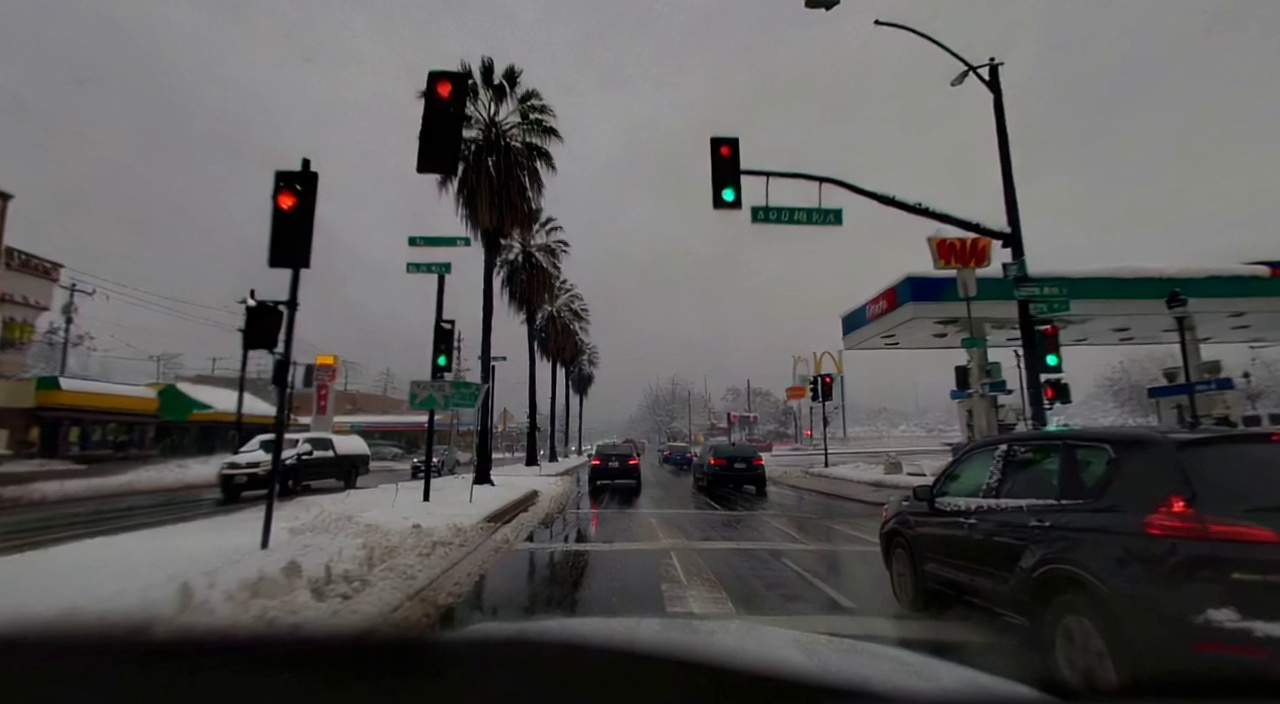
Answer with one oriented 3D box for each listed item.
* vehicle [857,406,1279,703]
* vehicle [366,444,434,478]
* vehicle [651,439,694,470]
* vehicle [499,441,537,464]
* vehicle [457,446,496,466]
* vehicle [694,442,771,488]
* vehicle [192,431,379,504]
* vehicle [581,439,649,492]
[{"bbox_3d":[3.364,1.263,4.560,1.987,1.474,4.198,0,-9,-2],"label":"vehicle"},{"bbox_3d":[-12.997,5.910,34.540,2.006,1.737,4.537,0,-9,-1],"label":"vehicle"},{"bbox_3d":[1.979,6.510,40.423,2.299,1.803,5.434,0,-9,-2],"label":"vehicle"},{"bbox_3d":[-9.471,7.821,49.397,1.980,1.719,4.963,0,-9,1],"label":"vehicle"},{"bbox_3d":[-12.881,8.178,49.987,1.908,1.506,4.397,0,-9,0],"label":"vehicle"},{"bbox_3d":[3.139,3.928,22.356,1.889,1.448,4.262,0,-9,-3],"label":"vehicle"},{"bbox_3d":[-10.384,3.431,19.252,2.252,1.871,5.727,0,-9,2],"label":"vehicle"},{"bbox_3d":[-0.834,3.702,20.916,2.021,1.550,4.090,0,-9,-2],"label":"vehicle"}]
